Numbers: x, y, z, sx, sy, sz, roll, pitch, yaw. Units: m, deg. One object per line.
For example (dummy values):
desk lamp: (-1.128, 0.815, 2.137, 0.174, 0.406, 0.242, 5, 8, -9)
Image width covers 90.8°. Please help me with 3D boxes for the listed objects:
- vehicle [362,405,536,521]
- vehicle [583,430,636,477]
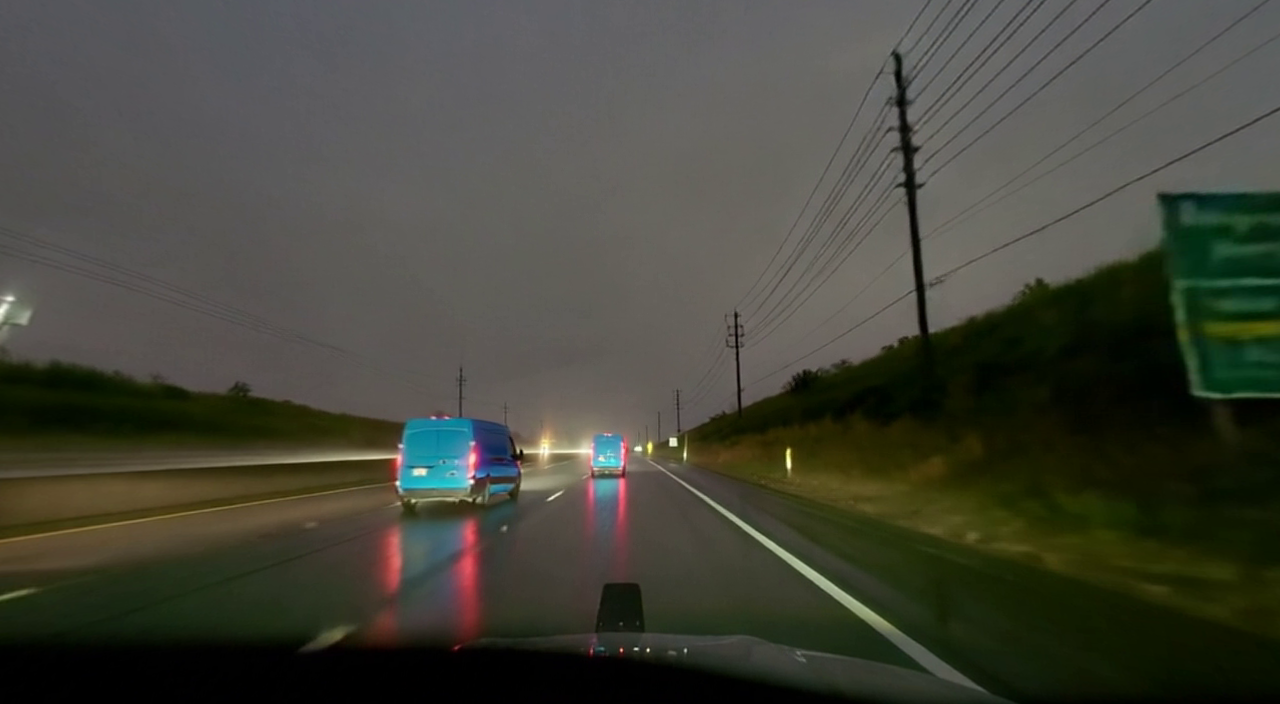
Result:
vehicle: (-3.760, 2.331, 13.602, 2.145, 2.010, 4.980, 0, -9, 0)
vehicle: (-1.335, 4.831, 30.096, 2.197, 2.011, 5.130, 0, -9, 1)
